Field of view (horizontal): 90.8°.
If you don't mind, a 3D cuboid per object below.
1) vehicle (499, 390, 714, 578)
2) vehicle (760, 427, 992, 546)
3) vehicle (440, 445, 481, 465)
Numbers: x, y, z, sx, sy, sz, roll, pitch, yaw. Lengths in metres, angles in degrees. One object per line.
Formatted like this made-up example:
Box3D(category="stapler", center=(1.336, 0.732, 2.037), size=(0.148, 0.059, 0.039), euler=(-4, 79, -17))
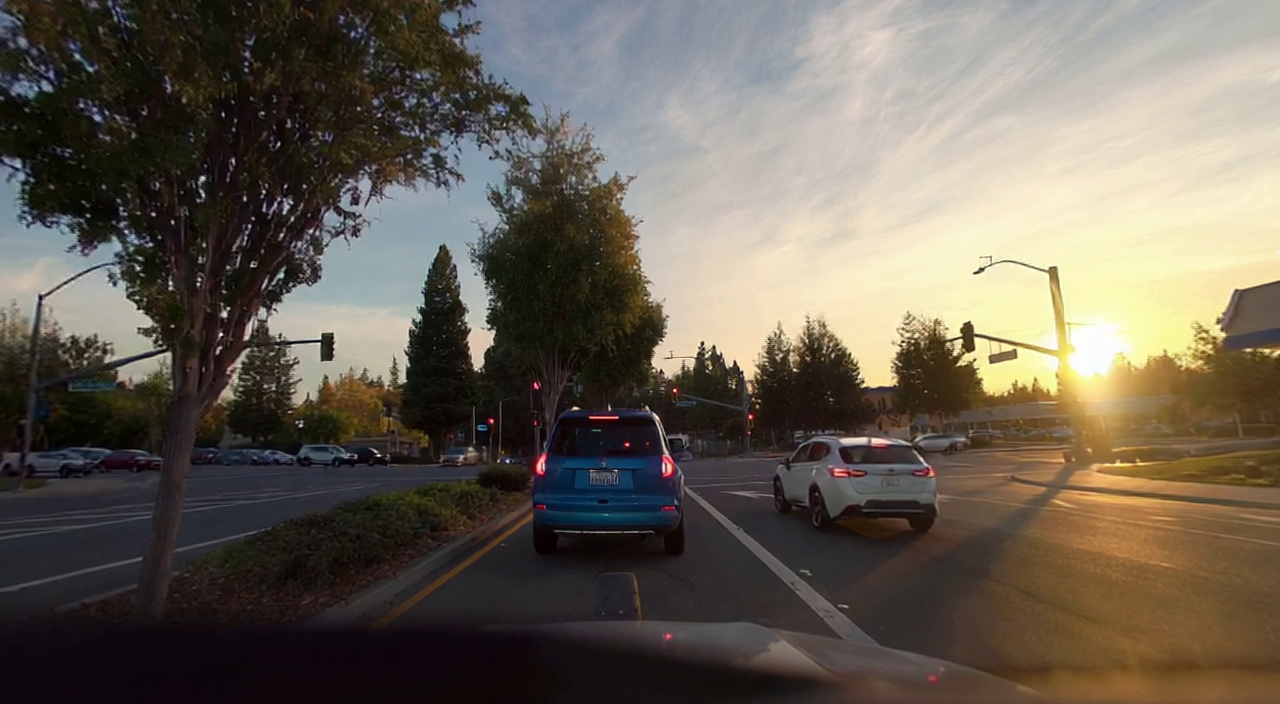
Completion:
Box3D(category="vehicle", center=(-0.310, 1.642, 8.620), size=(2.096, 1.837, 4.687), euler=(0, -9, 0))
Box3D(category="vehicle", center=(3.578, 2.137, 10.798), size=(2.098, 1.555, 4.778), euler=(0, -9, 0))
Box3D(category="vehicle", center=(-13.875, 7.972, 49.124), size=(1.983, 1.460, 4.456), euler=(0, -9, -2))
